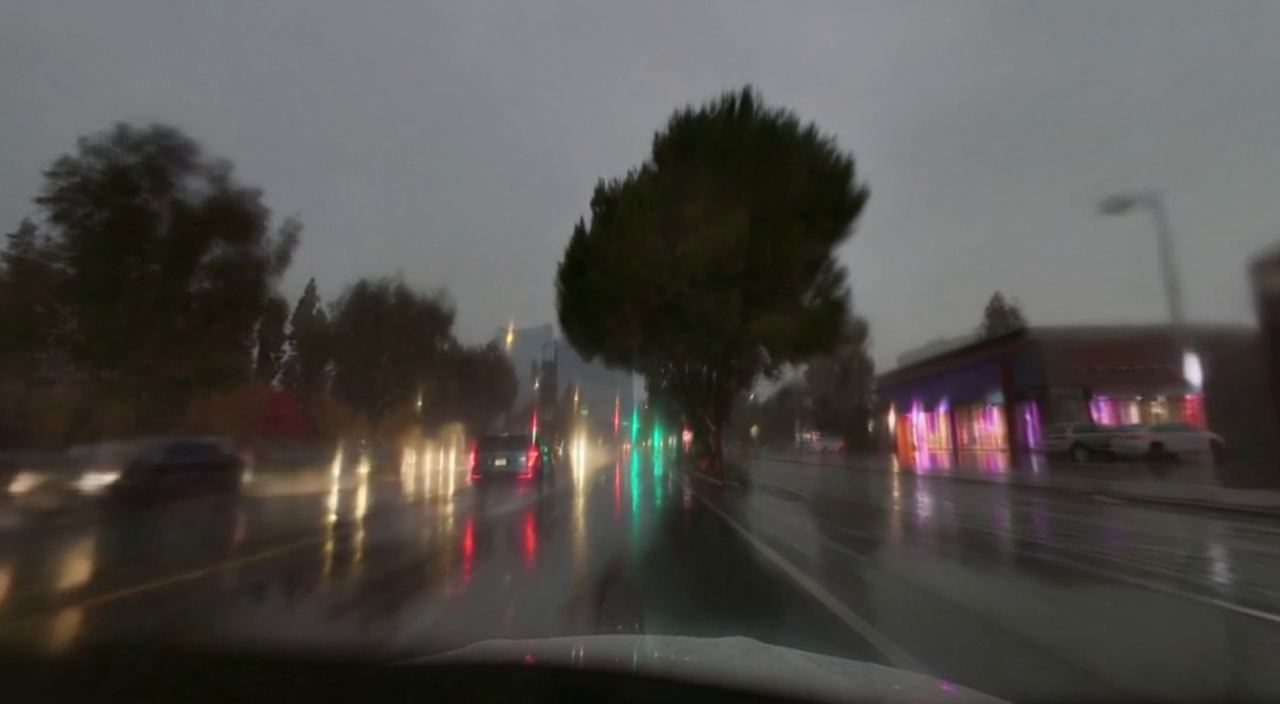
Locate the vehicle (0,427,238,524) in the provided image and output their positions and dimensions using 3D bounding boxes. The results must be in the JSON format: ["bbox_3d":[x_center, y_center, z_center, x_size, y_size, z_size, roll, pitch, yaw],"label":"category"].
[{"bbox_3d":[-11.386,2.553,13.628,1.988,1.687,5.001,0,-9,0],"label":"vehicle"}]

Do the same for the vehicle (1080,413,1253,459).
[{"bbox_3d":[26.148,4.255,31.478,6.324,1.986,2.478,-2,-9,0],"label":"vehicle"}]

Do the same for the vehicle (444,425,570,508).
[{"bbox_3d":[-3.232,2.924,16.561,2.065,1.790,5.417,0,-9,1],"label":"vehicle"}]

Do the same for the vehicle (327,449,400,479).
[{"bbox_3d":[-14.512,5.877,33.337,1.813,1.476,4.406,0,-9,1],"label":"vehicle"}]
